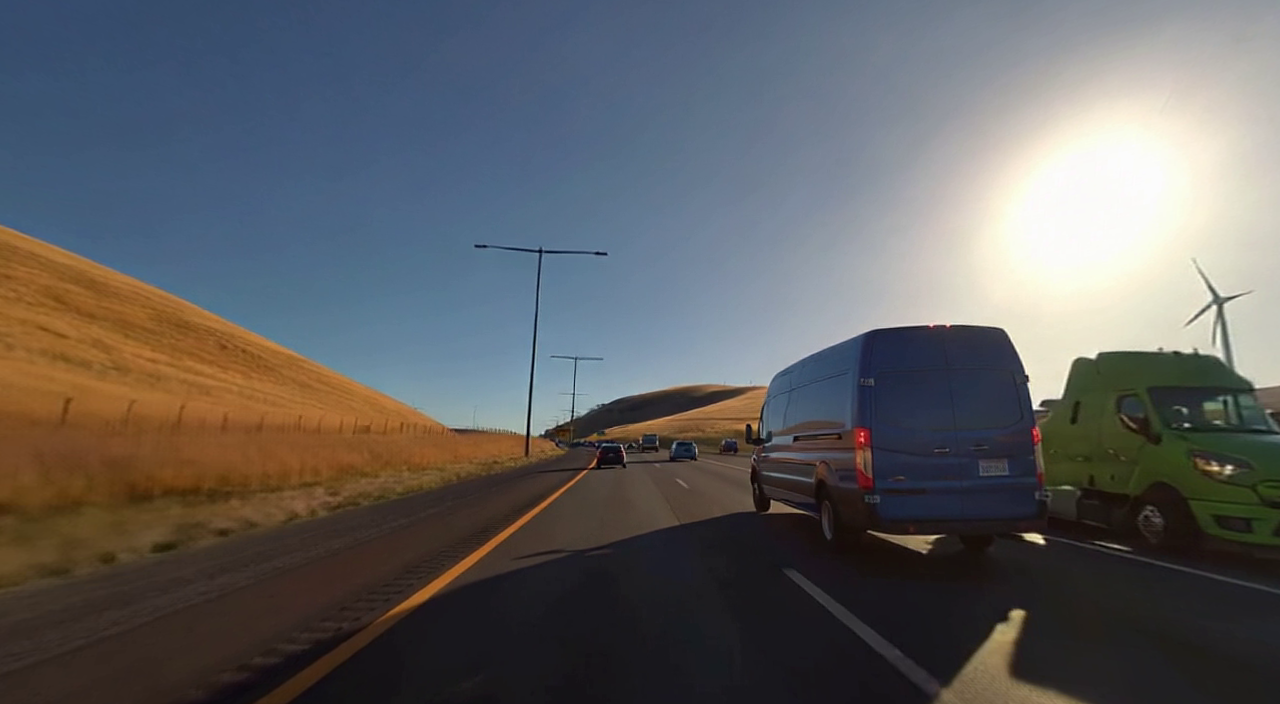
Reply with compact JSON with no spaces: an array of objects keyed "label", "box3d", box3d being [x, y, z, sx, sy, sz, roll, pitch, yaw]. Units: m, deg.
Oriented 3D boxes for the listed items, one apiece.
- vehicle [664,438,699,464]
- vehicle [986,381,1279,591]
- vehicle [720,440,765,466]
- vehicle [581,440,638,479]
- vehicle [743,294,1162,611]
[{"label":"vehicle","box3d":[2.898,7.103,45.449,2.108,1.717,3.996,0,-8,-2]},{"label":"vehicle","box3d":[6.634,1.408,7.100,2.070,1.833,5.811,0,-8,-1]},{"label":"vehicle","box3d":[6.360,6.359,39.786,1.958,1.514,4.930,0,-8,-1]},{"label":"vehicle","box3d":[-1.143,4.298,25.508,2.082,1.445,3.826,0,-8,0]},{"label":"vehicle","box3d":[3.039,1.224,8.164,2.365,2.630,5.754,0,-8,-1]}]
